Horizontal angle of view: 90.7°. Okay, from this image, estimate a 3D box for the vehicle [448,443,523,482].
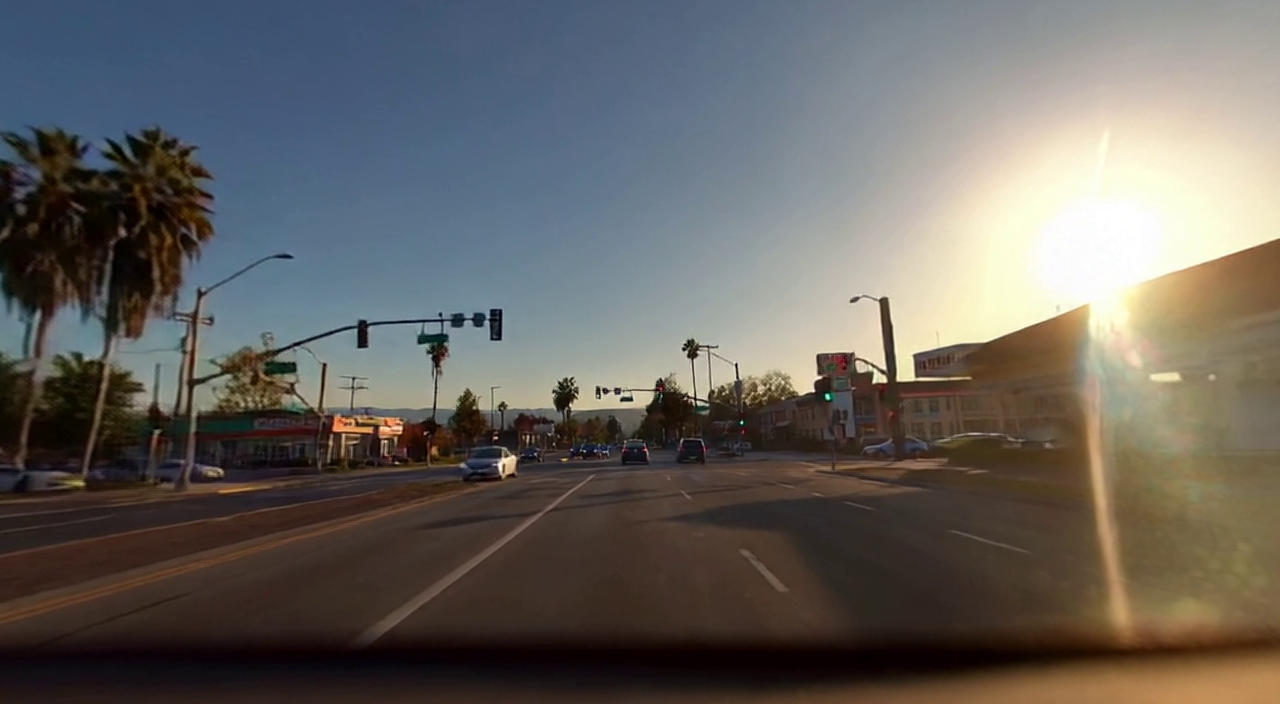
[{"bbox_3d":[-6.319,4.572,26.497,1.979,1.480,4.553,0,-8,0],"label":"vehicle"}]

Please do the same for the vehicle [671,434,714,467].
[{"bbox_3d":[3.233,6.236,40.229,2.190,1.913,5.174,0,-8,-1],"label":"vehicle"}]

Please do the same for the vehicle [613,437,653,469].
[{"bbox_3d":[-0.421,5.838,36.669,2.177,1.754,3.815,0,-8,-1],"label":"vehicle"}]

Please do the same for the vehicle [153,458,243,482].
[{"bbox_3d":[-28.491,7.603,40.876,4.314,1.449,1.978,0,-8,-1],"label":"vehicle"}]

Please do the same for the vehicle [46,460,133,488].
[{"bbox_3d":[-35.238,7.827,40.574,3.867,1.477,1.781,-3,-9,-2],"label":"vehicle"}]
